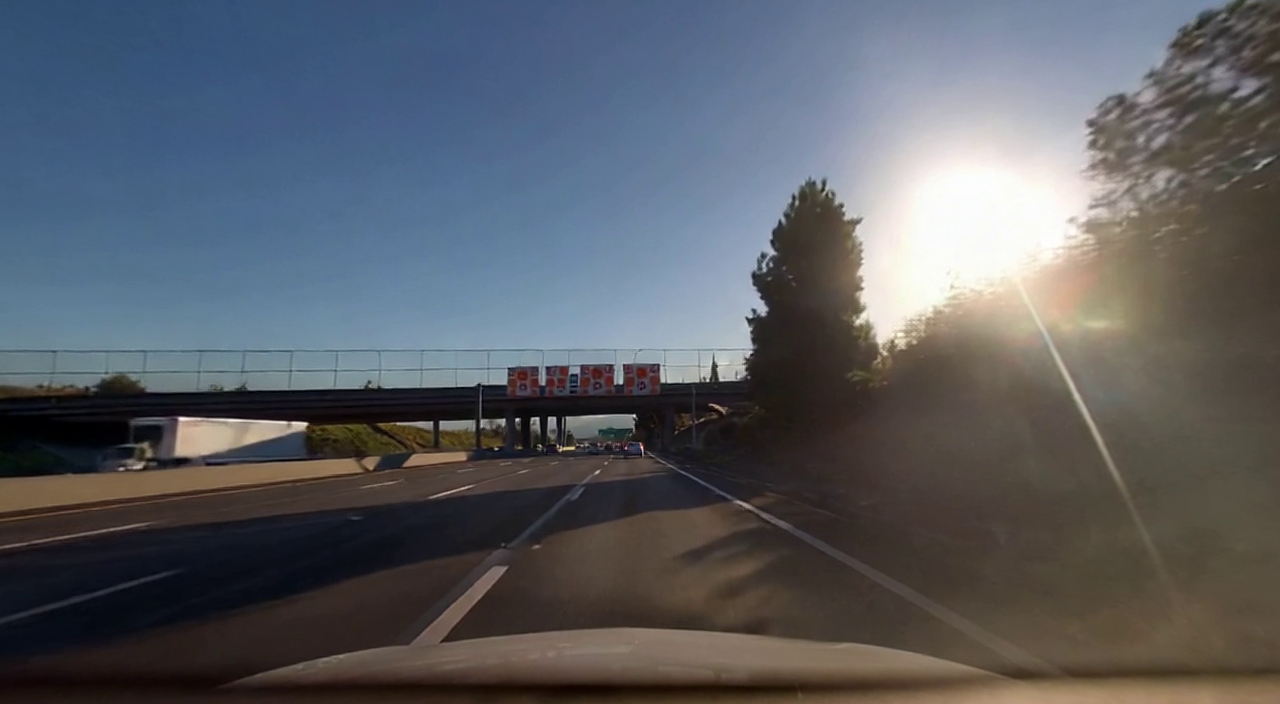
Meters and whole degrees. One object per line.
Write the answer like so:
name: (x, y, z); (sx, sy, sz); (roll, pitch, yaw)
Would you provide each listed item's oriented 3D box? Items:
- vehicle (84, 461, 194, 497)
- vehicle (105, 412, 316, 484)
vehicle: (-23.394, 5.919, 29.623); (1.823, 1.417, 4.137); (-1, -8, -1)
vehicle: (-28.031, 6.503, 43.256); (2.884, 3.901, 17.249); (0, -8, -1)
